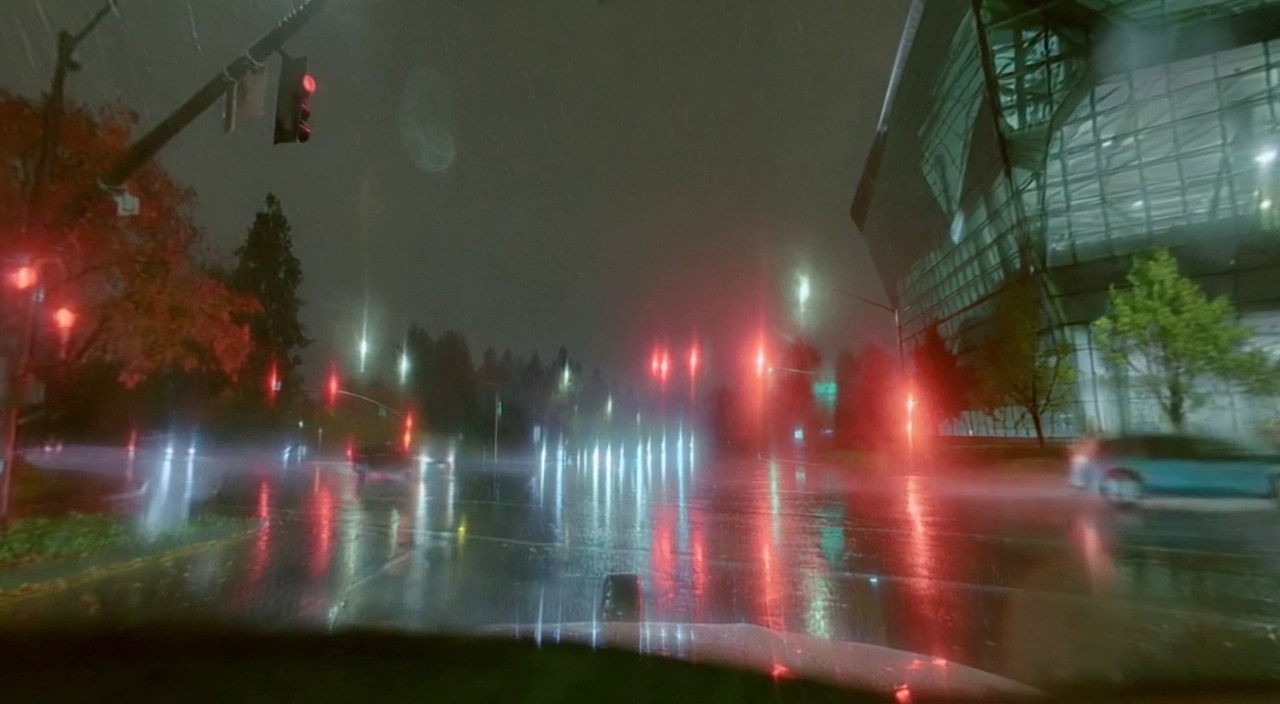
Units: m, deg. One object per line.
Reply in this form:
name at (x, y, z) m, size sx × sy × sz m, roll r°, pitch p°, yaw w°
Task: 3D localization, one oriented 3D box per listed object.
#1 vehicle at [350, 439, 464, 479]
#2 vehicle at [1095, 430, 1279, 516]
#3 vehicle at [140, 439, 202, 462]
vehicle at (-9.432, 4.262, 25.424) m, size 4.798 × 1.461 × 1.939 m, roll -7°, pitch -11°, yaw 37°
vehicle at (12.428, 2.446, 13.065) m, size 4.698 × 1.609 × 1.975 m, roll -7°, pitch -11°, yaw 37°
vehicle at (-33.769, 7.083, 45.444) m, size 4.110 × 1.511 × 1.883 m, roll -5°, pitch -10°, yaw 28°
